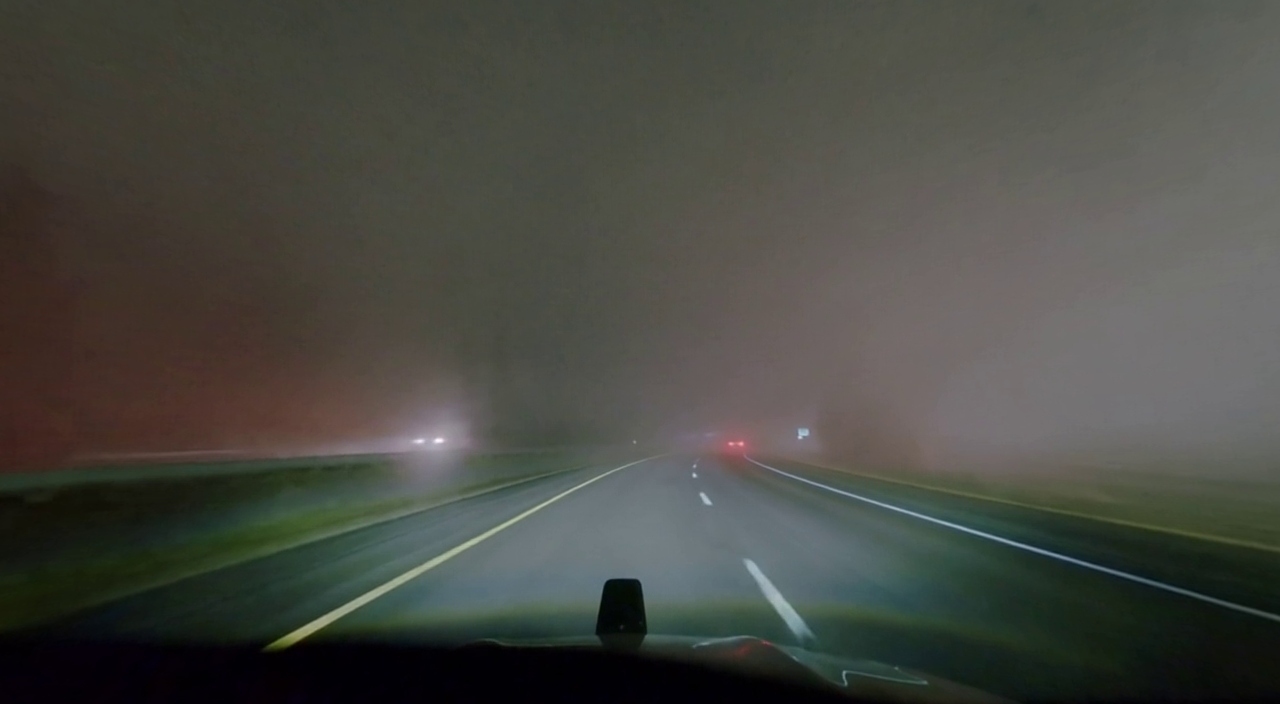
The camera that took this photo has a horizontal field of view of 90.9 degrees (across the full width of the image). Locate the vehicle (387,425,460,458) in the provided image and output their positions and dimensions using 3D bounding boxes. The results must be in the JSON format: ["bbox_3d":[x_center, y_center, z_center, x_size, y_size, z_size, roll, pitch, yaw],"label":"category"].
[{"bbox_3d":[-13.724,5.748,40.451,2.252,1.926,5.495,-1,-9,6],"label":"vehicle"}]
